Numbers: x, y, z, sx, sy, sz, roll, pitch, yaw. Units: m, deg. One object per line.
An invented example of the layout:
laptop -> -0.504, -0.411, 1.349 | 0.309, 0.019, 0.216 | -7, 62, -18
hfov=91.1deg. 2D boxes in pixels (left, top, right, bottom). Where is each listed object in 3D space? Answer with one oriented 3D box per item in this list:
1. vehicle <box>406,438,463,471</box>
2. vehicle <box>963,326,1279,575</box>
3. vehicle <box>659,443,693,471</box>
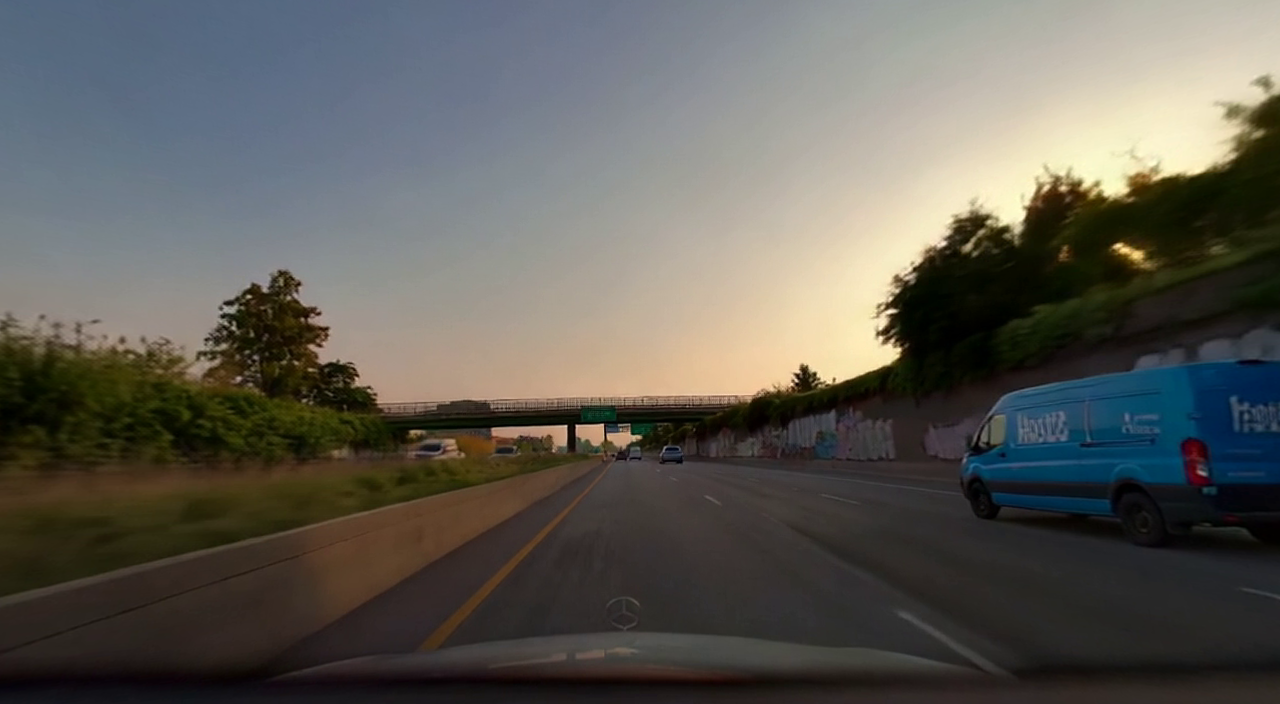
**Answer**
vehicle -> -15.798, 7.902, 48.687 | 2.397, 2.304, 6.142 | 0, -9, -1
vehicle -> 7.671, 1.451, 9.578 | 2.283, 2.631, 5.719 | 0, -9, -1
vehicle -> 2.579, 7.722, 46.369 | 2.007, 1.943, 5.010 | 0, -9, -2
